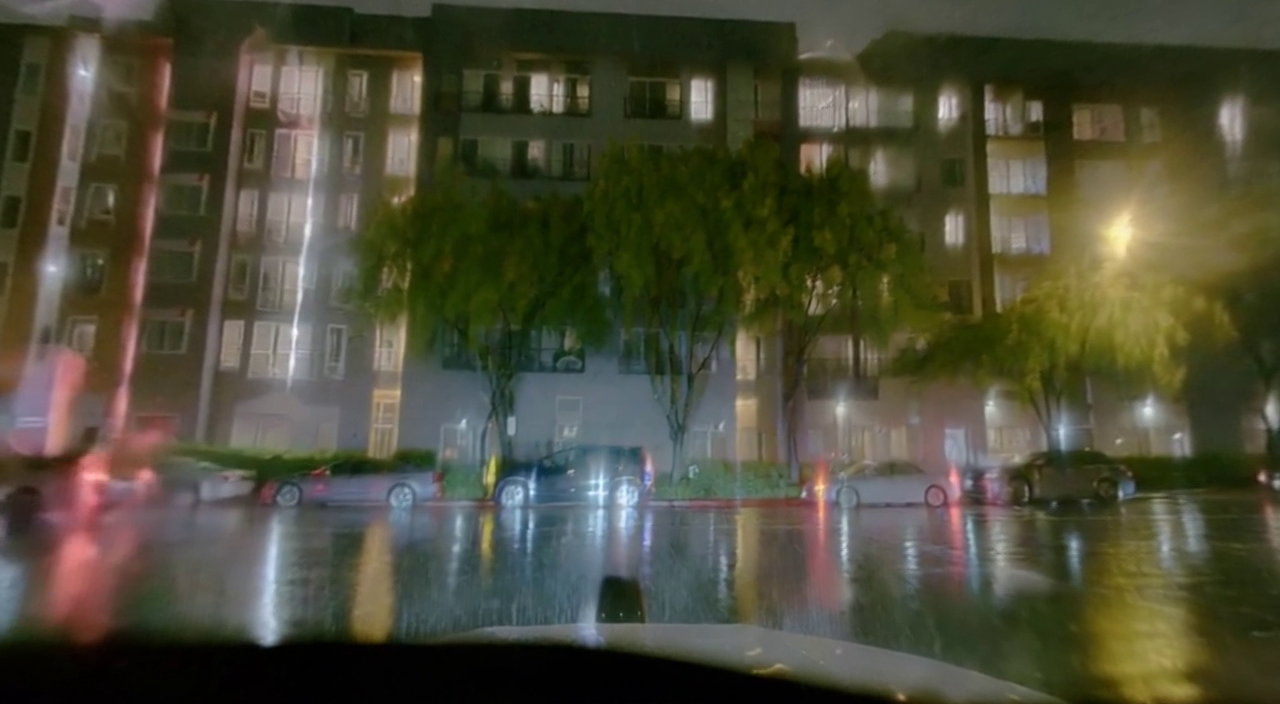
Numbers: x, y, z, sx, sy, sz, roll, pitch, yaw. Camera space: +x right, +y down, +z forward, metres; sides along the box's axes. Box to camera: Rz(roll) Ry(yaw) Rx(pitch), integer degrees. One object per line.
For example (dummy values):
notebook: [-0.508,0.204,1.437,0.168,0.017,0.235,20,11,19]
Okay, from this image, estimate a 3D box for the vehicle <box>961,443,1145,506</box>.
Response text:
vehicle: [13.048,3.827,20.127,4.544,1.780,1.966,0,-8,-6]

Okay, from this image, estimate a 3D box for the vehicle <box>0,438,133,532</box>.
vehicle: [-11.985,2.276,11.030,4.396,1.501,1.955,1,-9,-7]

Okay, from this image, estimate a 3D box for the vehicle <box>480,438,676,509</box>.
vehicle: [-1.793,3.475,18.213,5.299,1.860,2.098,2,-11,-10]

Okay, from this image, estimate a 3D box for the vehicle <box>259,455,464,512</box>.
vehicle: [-7.523,3.631,17.549,4.851,1.339,1.785,0,-12,-7]

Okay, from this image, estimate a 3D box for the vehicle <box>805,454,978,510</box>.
vehicle: [7.560,3.899,19.174,4.521,1.411,1.726,0,-9,-9]

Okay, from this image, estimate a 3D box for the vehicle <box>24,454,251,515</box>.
vehicle: [-13.186,3.477,16.863,4.336,1.438,1.776,1,-8,-8]
